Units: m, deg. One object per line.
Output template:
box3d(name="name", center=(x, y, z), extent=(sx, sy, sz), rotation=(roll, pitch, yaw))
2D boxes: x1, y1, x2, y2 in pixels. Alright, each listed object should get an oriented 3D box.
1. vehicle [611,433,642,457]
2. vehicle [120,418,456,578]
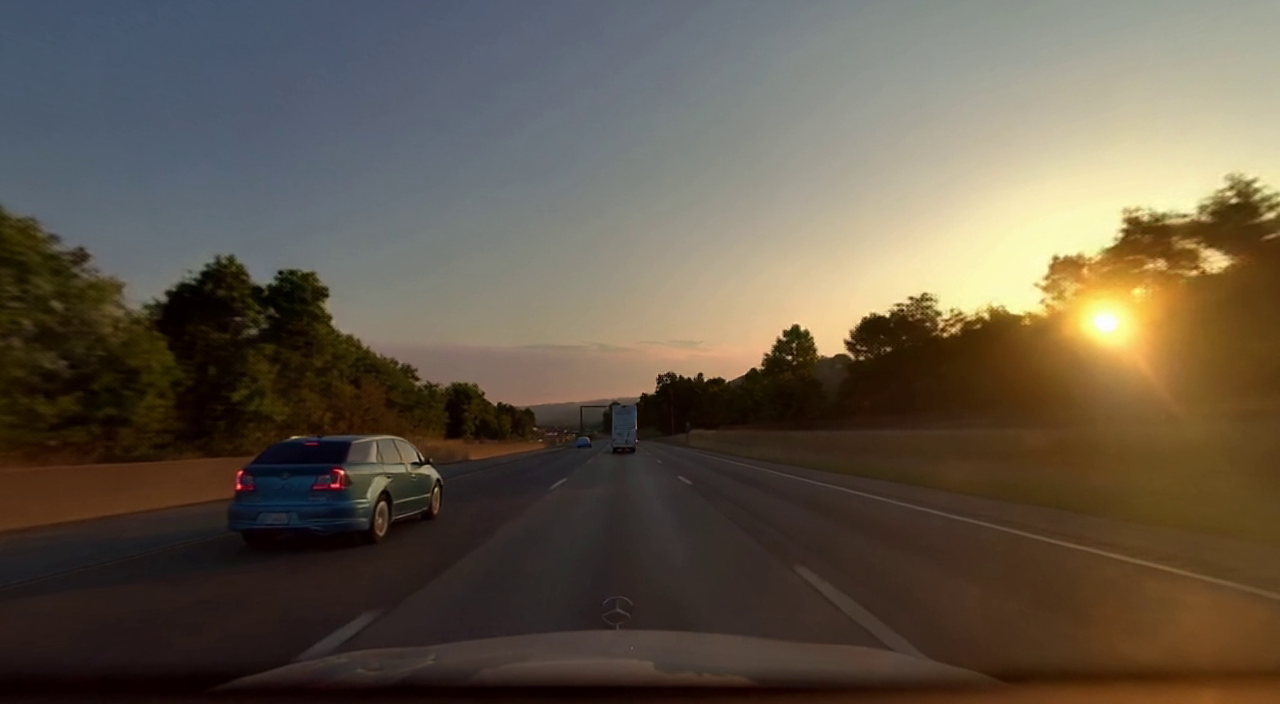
box3d(name="vehicle", center=(-0.941, 6.740, 45.639), extent=(2.162, 1.616, 4.242), rotation=(0, -8, 0))
box3d(name="vehicle", center=(-3.910, 1.655, 8.014), extent=(1.931, 1.483, 4.105), rotation=(0, -8, -1))
